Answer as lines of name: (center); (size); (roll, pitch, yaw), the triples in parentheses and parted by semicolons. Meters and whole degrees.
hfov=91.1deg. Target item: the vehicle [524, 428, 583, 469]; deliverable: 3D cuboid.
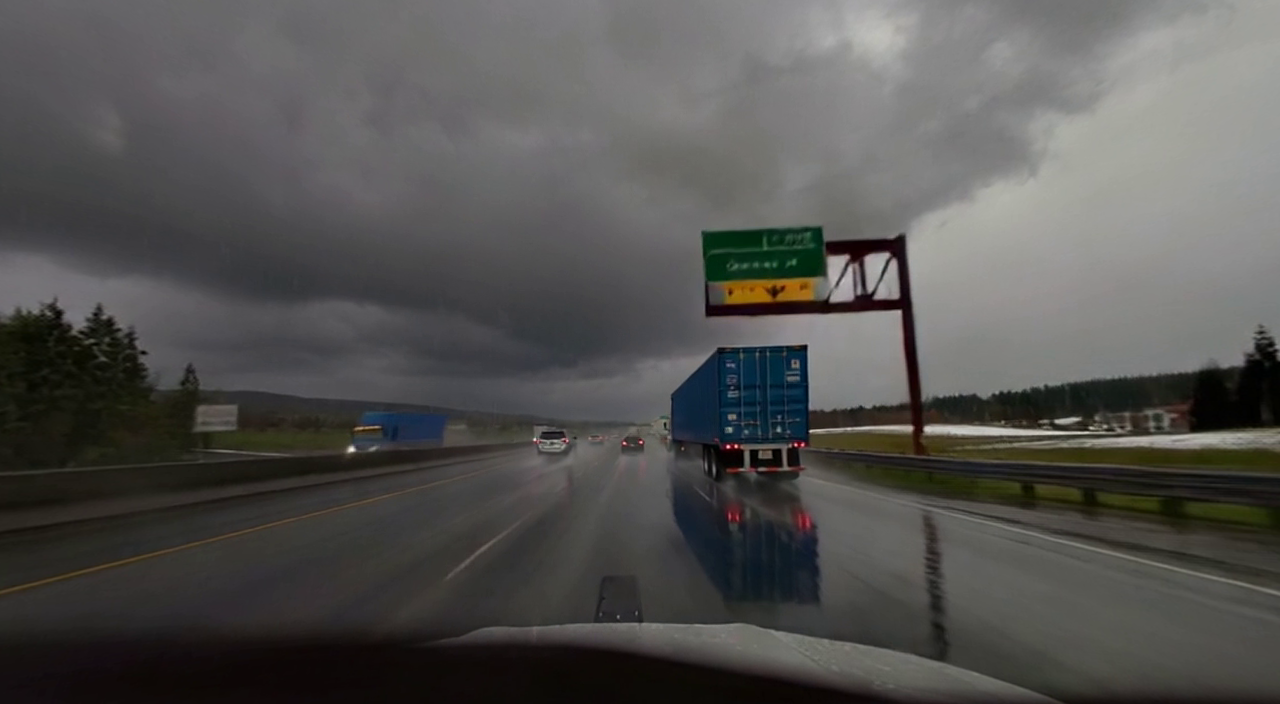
vehicle: (-3.754, 4.277, 28.105); (2.054, 1.671, 4.445); (0, -8, 0)

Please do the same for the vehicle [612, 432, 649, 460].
vehicle: (-0.601, 5.654, 37.817); (2.088, 1.567, 4.240); (0, -8, -1)

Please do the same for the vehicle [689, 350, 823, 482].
vehicle: (3.691, 2.386, 22.321); (2.883, 3.836, 7.894); (0, -8, -3)
